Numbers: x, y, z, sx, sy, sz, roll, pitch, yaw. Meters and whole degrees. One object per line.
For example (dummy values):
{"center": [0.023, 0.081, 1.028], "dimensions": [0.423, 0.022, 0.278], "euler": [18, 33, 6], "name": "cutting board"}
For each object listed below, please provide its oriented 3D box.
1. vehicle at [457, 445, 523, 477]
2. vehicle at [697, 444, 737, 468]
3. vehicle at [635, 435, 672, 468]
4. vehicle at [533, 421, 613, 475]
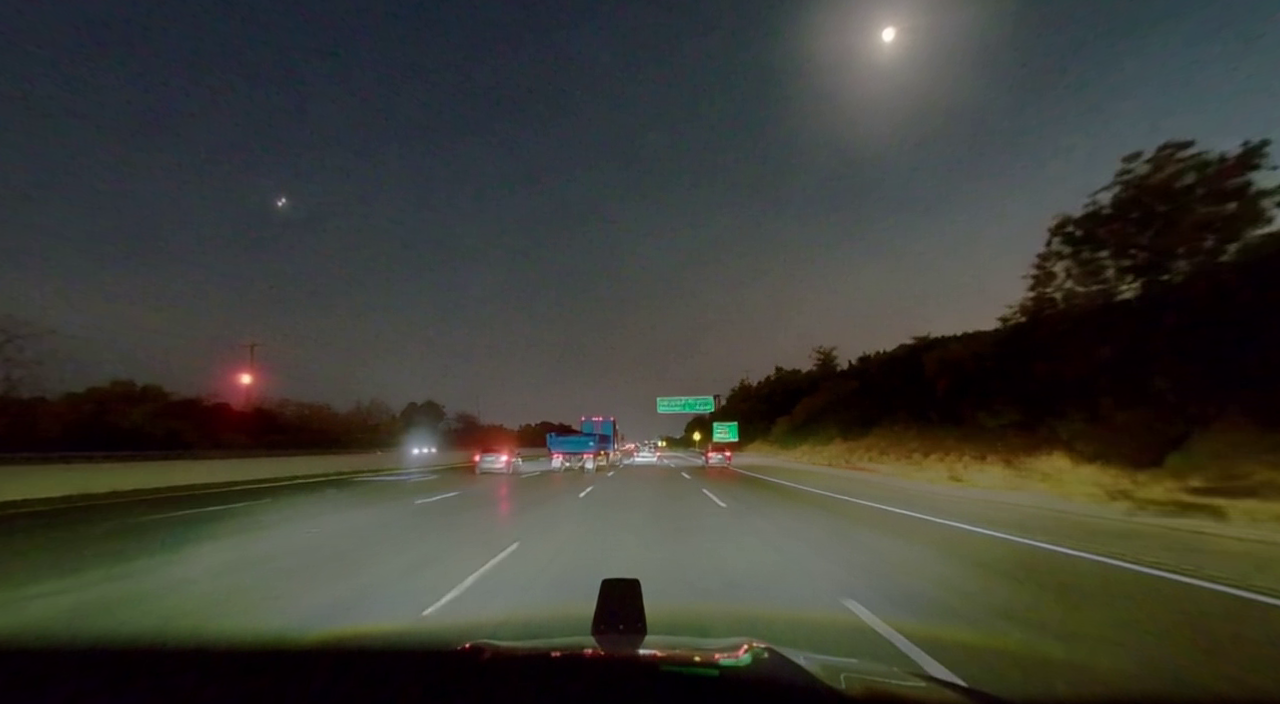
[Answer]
{"center": [-7.193, 5.243, 30.688], "dimensions": [1.965, 1.437, 4.592], "euler": [0, -8, 2], "name": "vehicle"}
{"center": [4.880, 6.668, 40.613], "dimensions": [1.993, 1.474, 4.230], "euler": [0, -8, 0], "name": "vehicle"}
{"center": [0.845, 6.604, 42.010], "dimensions": [2.309, 2.023, 5.130], "euler": [0, -8, 1], "name": "vehicle"}
{"center": [-3.354, 5.539, 36.667], "dimensions": [2.854, 2.379, 16.653], "euler": [0, -8, 0], "name": "vehicle"}
